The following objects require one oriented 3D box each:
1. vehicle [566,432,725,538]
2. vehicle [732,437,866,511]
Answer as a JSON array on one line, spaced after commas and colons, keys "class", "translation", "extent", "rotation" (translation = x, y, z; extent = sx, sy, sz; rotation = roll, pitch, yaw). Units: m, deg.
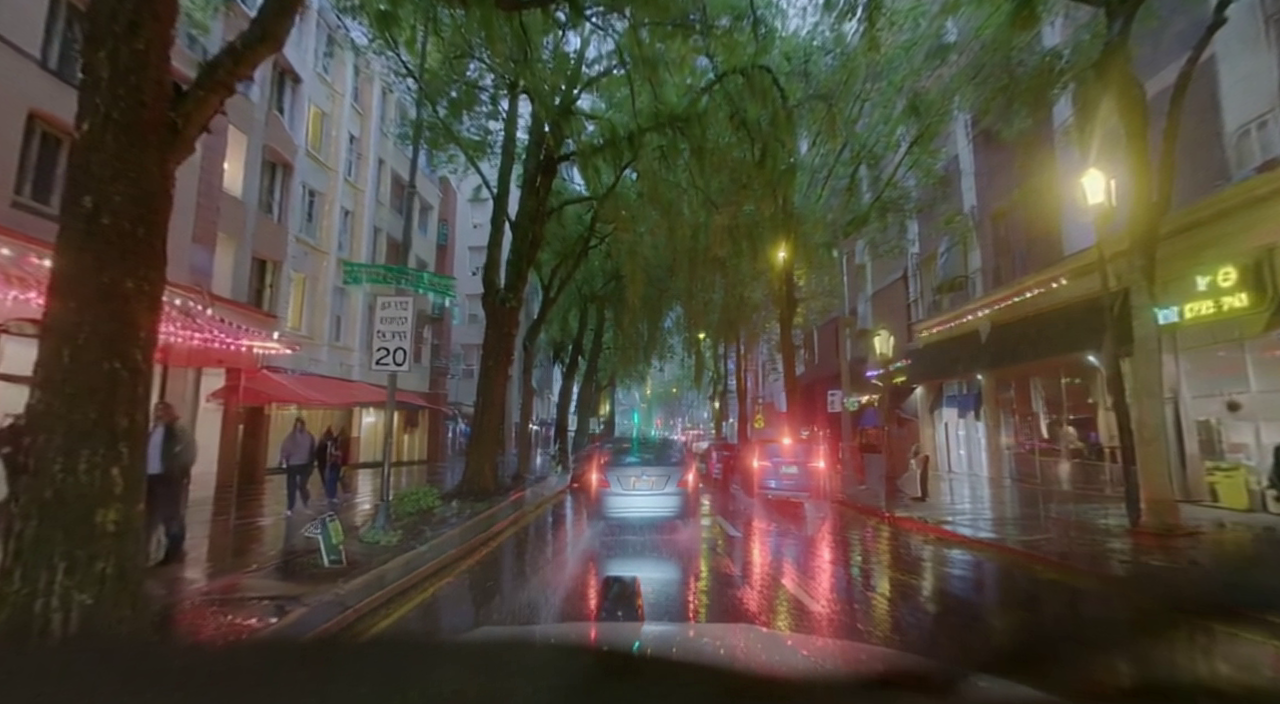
[{"class": "vehicle", "translation": [0.009, 2.210, 11.137], "extent": [2.261, 1.474, 4.130], "rotation": [0, -9, -2]}, {"class": "vehicle", "translation": [3.644, 2.884, 15.437], "extent": [2.025, 1.523, 4.426], "rotation": [0, -9, -1]}]
